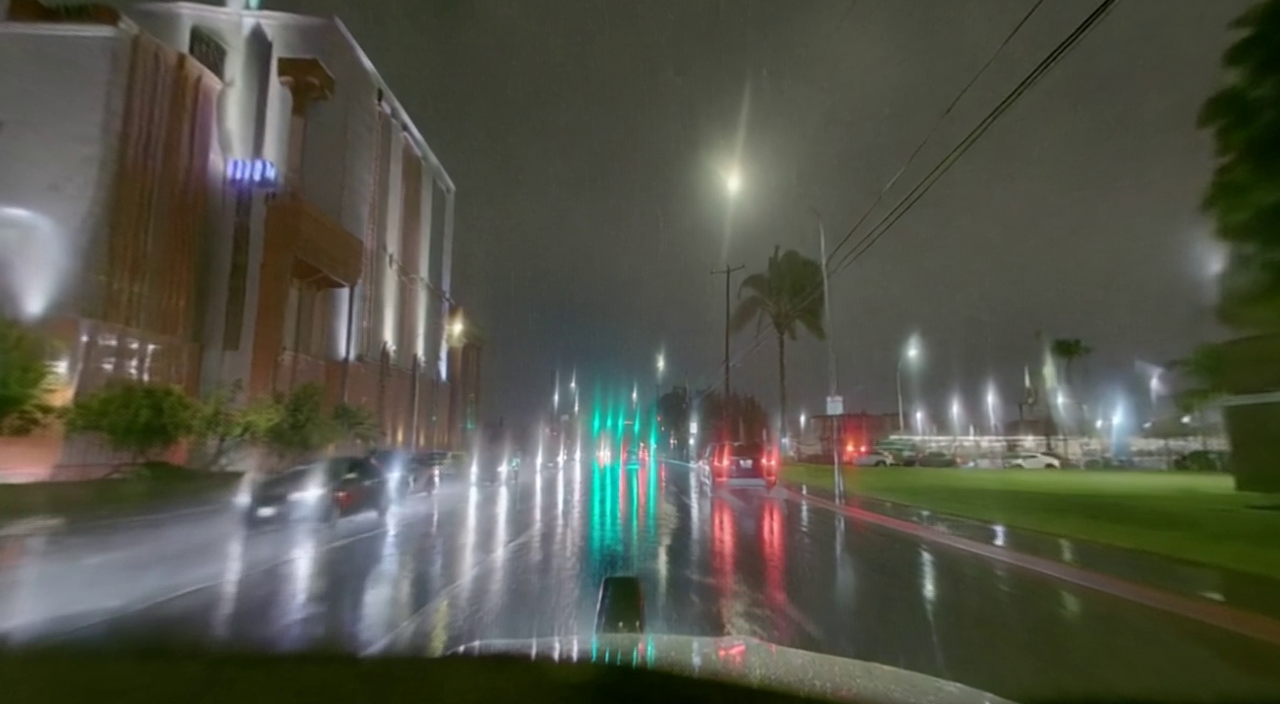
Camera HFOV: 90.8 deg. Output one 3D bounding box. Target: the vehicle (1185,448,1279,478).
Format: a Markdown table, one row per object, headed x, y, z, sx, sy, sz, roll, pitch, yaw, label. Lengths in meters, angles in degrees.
| x | y | z | sx | sy | sz | roll | pitch | yaw | label |
| --- | --- | --- | --- | --- | --- | --- | --- | --- | --- |
| 43.010 | 7.908 | 45.220 | 5.613 | 2.019 | 2.704 | 0 | -8 | -6 | vehicle |

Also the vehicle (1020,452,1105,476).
| x | y | z | sx | sy | sz | roll | pitch | yaw | label |
| --- | --- | --- | --- | --- | --- | --- | --- | --- | --- |
| 29.881 | 7.946 | 44.814 | 4.463 | 1.600 | 2.122 | -1 | -8 | 0 | vehicle |

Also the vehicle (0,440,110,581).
| x | y | z | sx | sy | sz | roll | pitch | yaw | label |
| --- | --- | --- | --- | --- | --- | --- | --- | --- | --- |
| -9.104 | 1.959 | 7.583 | 1.933 | 1.763 | 4.023 | -1 | -8 | 0 | vehicle |

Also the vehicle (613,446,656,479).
| x | y | z | sx | sy | sz | roll | pitch | yaw | label |
| --- | --- | --- | --- | --- | --- | --- | --- | --- | --- |
| -0.305 | 5.954 | 34.406 | 2.196 | 1.655 | 3.939 | -1 | -8 | 0 | vehicle |

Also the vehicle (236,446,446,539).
| x | y | z | sx | sy | sz | roll | pitch | yaw | label |
| --- | --- | --- | --- | --- | --- | --- | --- | --- | --- |
| -5.859 | 2.764 | 13.203 | 2.135 | 1.542 | 4.575 | -1 | -8 | 0 | vehicle |

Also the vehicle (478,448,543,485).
| x | y | z | sx | sy | sz | roll | pitch | yaw | label |
| --- | --- | --- | --- | --- | --- | --- | --- | --- | --- |
| -5.935 | 5.279 | 29.528 | 2.074 | 1.541 | 4.395 | -1 | -8 | 0 | vehicle |

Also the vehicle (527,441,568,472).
| x | y | z | sx | sy | sz | roll | pitch | yaw | label |
| --- | --- | --- | --- | --- | --- | --- | --- | --- | --- |
| -6.169 | 7.008 | 42.591 | 2.106 | 1.890 | 4.783 | 0 | -8 | -1 | vehicle |

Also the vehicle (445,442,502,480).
| x | y | z | sx | sy | sz | roll | pitch | yaw | label |
| --- | --- | --- | --- | --- | --- | --- | --- | --- | --- |
| -9.143 | 5.988 | 34.969 | 2.037 | 1.939 | 3.958 | -1 | -8 | 0 | vehicle |

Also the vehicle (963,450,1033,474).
| x | y | z | sx | sy | sz | roll | pitch | yaw | label |
| --- | --- | --- | --- | --- | --- | --- | --- | --- | --- |
| 25.332 | 7.812 | 44.815 | 3.611 | 1.590 | 2.171 | 0 | -9 | -1 | vehicle |

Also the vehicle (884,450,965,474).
| x | y | z | sx | sy | sz | roll | pitch | yaw | label |
| --- | --- | --- | --- | --- | --- | --- | --- | --- | --- |
| 20.237 | 7.808 | 45.039 | 4.673 | 1.592 | 2.193 | -1 | -8 | 1 | vehicle |

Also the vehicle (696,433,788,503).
| x | y | z | sx | sy | sz | roll | pitch | yaw | label |
| --- | --- | --- | --- | --- | --- | --- | --- | --- | --- |
| 2.957 | 3.462 | 19.326 | 1.995 | 1.858 | 4.333 | 0 | -8 | -1 | vehicle |

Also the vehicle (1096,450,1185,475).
| x | y | z | sx | sy | sz | roll | pitch | yaw | label |
| --- | --- | --- | --- | --- | --- | --- | --- | --- | --- |
| 35.686 | 7.872 | 45.108 | 4.642 | 1.646 | 2.017 | 0 | -9 | -1 | vehicle |
